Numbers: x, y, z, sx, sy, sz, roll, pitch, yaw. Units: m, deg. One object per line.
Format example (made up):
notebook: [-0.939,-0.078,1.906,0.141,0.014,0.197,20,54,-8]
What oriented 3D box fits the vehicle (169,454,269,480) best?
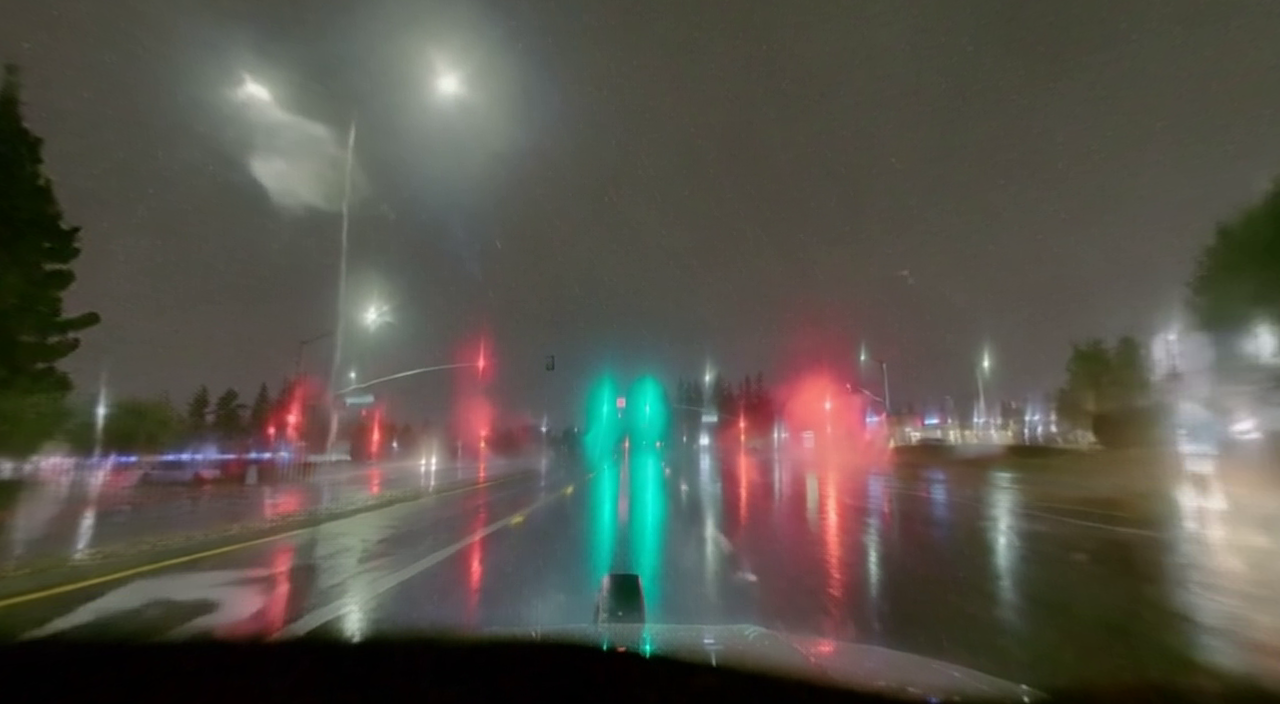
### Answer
vehicle: [-30.852,8.447,46.451,5.418,1.823,2.531,0,-9,-2]

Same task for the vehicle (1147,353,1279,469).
vehicle: [20.782,1.904,19.732,7.304,3.335,2.869,0,-9,-2]
